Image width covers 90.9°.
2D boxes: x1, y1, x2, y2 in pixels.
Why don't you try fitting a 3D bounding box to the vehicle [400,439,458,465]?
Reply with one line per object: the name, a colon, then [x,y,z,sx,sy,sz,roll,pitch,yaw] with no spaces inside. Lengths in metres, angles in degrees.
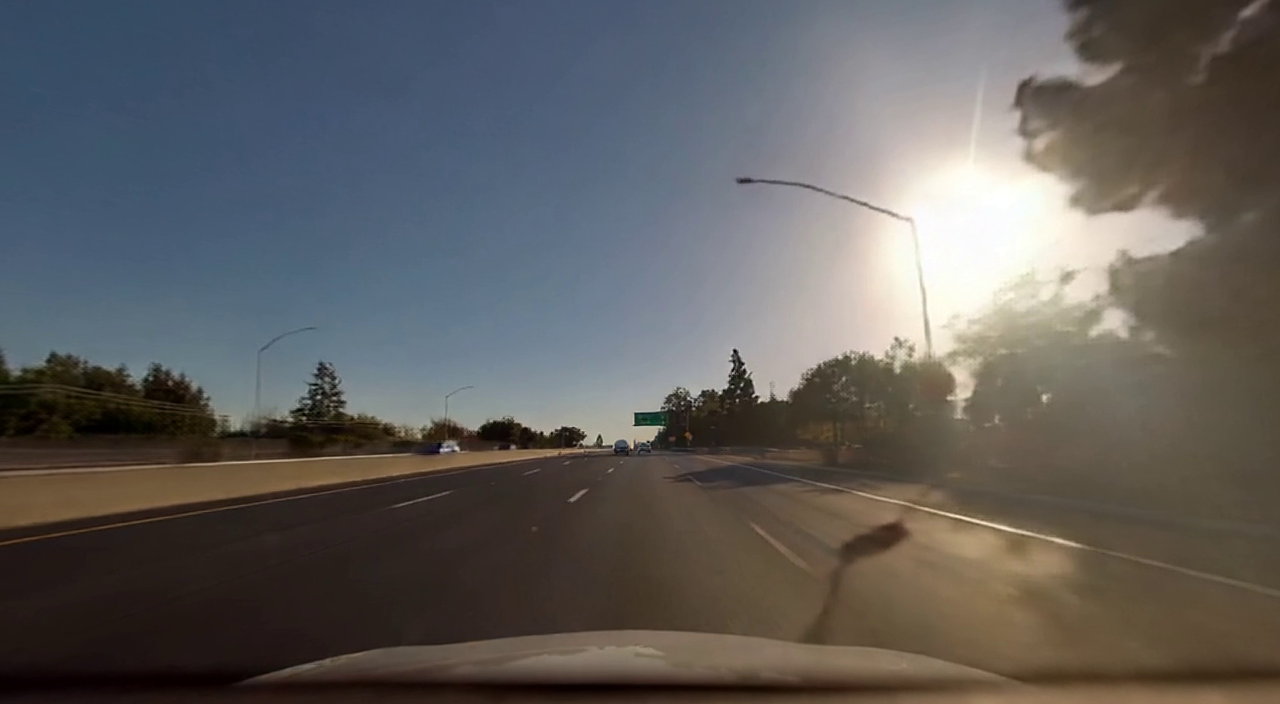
vehicle: [-13.663,6.488,41.115,2.002,1.600,4.733,0,-8,1]
